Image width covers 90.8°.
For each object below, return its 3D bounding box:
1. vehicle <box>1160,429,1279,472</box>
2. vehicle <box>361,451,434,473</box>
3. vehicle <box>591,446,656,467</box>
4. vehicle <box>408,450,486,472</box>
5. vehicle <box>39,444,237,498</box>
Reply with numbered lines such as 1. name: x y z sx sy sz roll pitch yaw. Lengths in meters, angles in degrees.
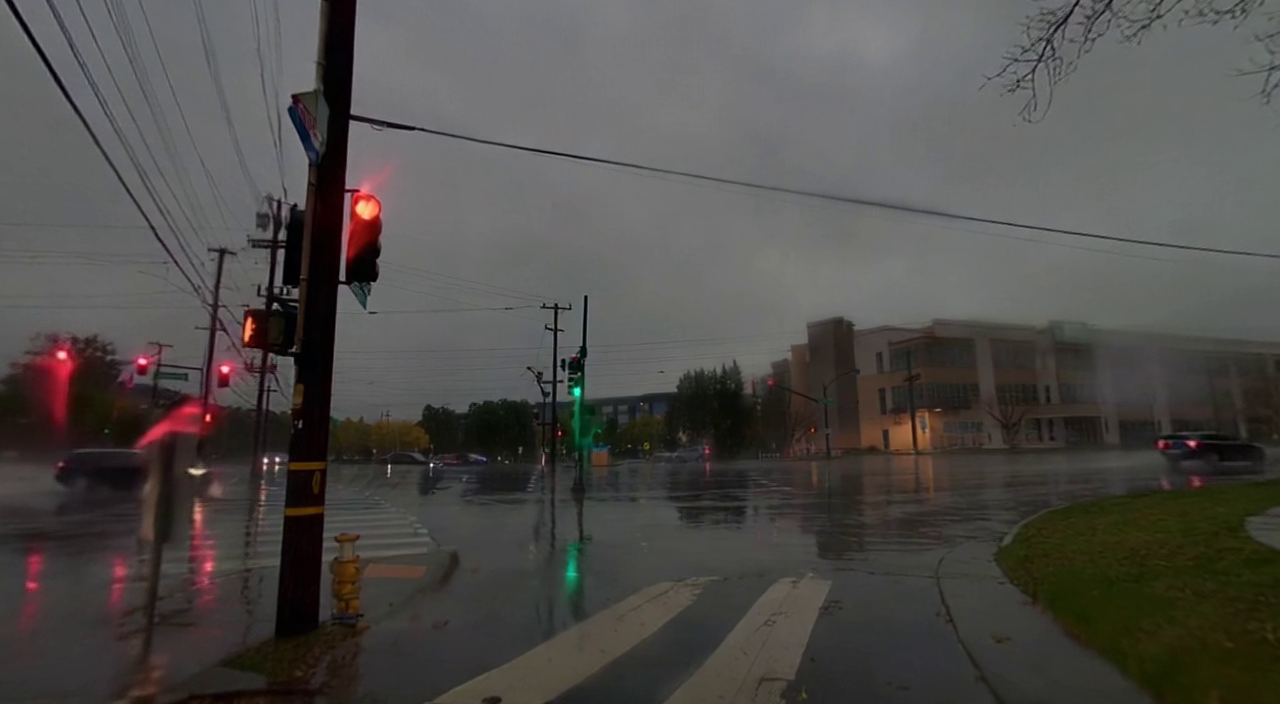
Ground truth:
1. vehicle: 24.377 4.091 26.410 4.530 1.648 2.075 4 -9 -24
2. vehicle: -17.298 7.840 45.071 4.623 1.471 1.805 4 -9 -26
3. vehicle: -1.159 7.546 45.810 4.391 1.451 1.717 4 -9 -26
4. vehicle: -13.251 7.482 43.410 4.837 1.407 1.818 4 -9 -26
5. vehicle: -14.979 3.503 18.949 4.700 1.479 2.095 -2 -9 14
